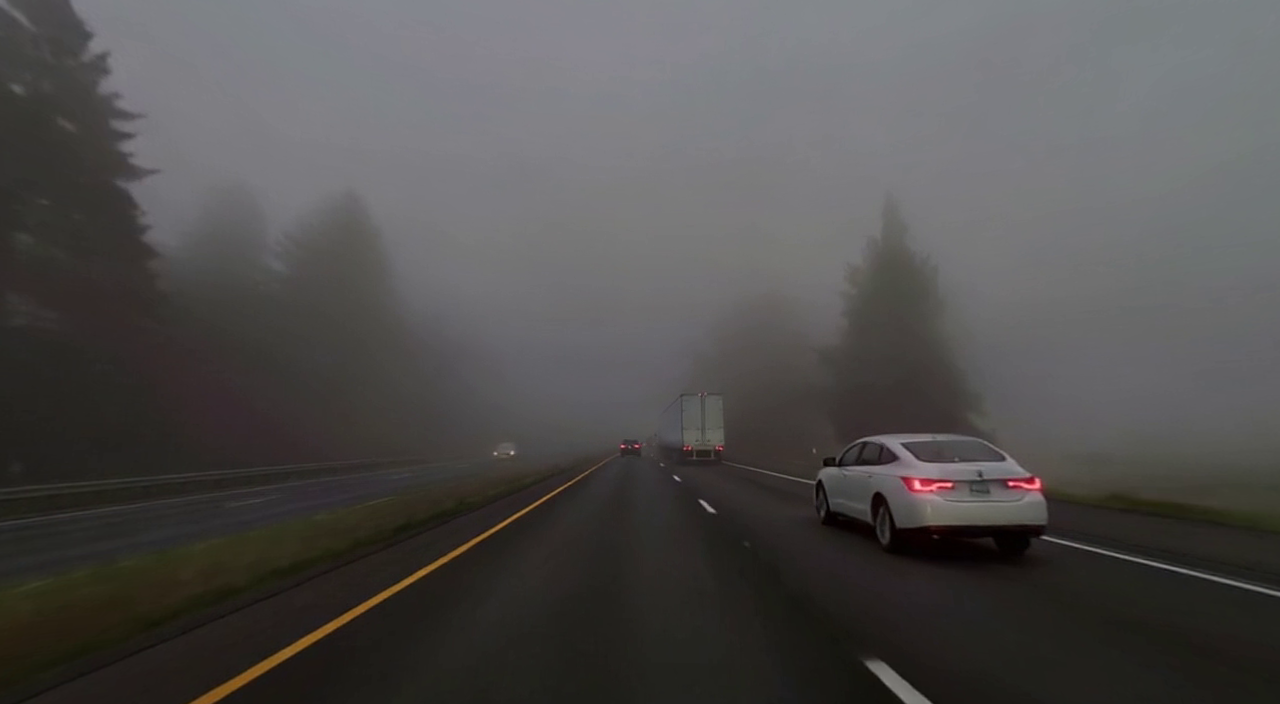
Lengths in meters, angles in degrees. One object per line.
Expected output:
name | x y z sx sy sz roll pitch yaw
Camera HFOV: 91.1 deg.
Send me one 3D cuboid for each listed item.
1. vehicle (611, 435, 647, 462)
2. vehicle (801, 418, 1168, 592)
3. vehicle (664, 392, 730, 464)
vehicle | -0.700 6.232 40.926 2.192 1.623 4.887 0 -8 0
vehicle | 3.638 1.655 7.822 2.072 1.534 4.300 0 -8 -1
vehicle | 3.455 5.197 42.231 2.919 4.004 13.911 0 -8 -1
